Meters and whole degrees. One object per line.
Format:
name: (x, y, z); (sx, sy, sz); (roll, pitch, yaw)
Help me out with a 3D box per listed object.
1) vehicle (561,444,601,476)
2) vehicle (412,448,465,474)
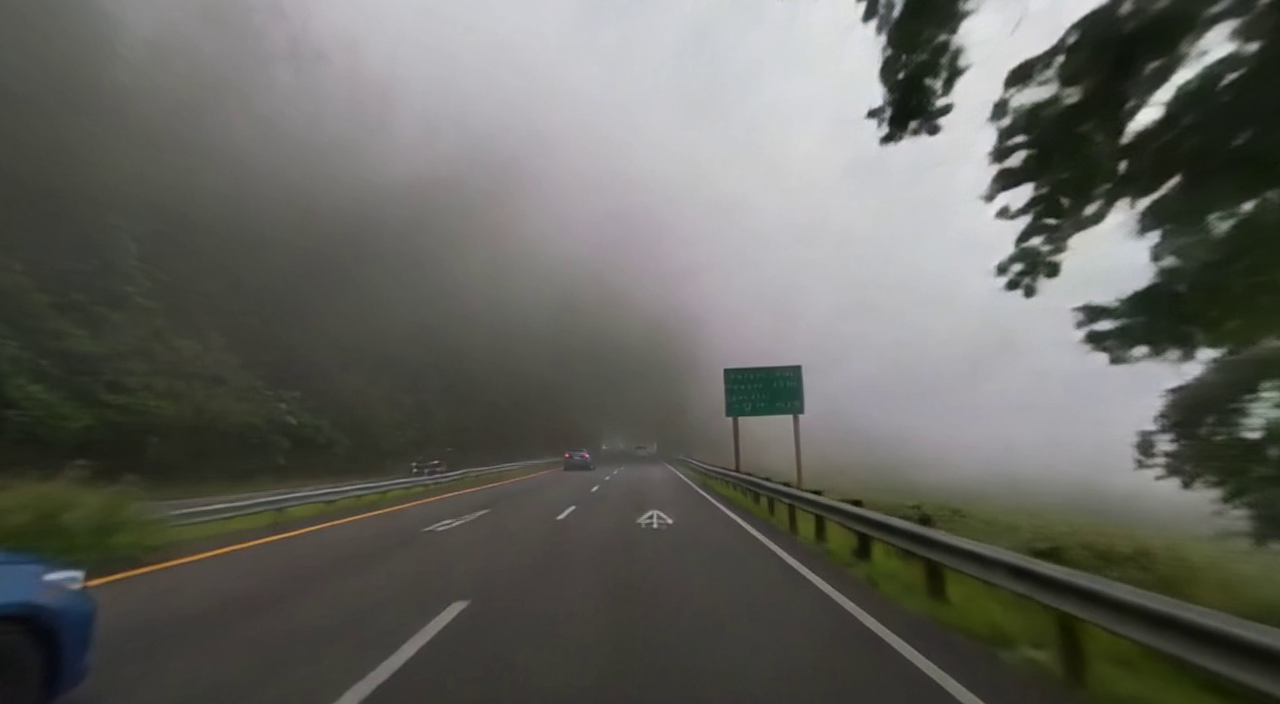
vehicle: (-3.051, 5.661, 33.193); (1.675, 1.537, 3.574); (-1, -9, 1)
vehicle: (-12.754, 6.903, 40.105); (1.937, 1.523, 4.070); (-1, -9, 1)
